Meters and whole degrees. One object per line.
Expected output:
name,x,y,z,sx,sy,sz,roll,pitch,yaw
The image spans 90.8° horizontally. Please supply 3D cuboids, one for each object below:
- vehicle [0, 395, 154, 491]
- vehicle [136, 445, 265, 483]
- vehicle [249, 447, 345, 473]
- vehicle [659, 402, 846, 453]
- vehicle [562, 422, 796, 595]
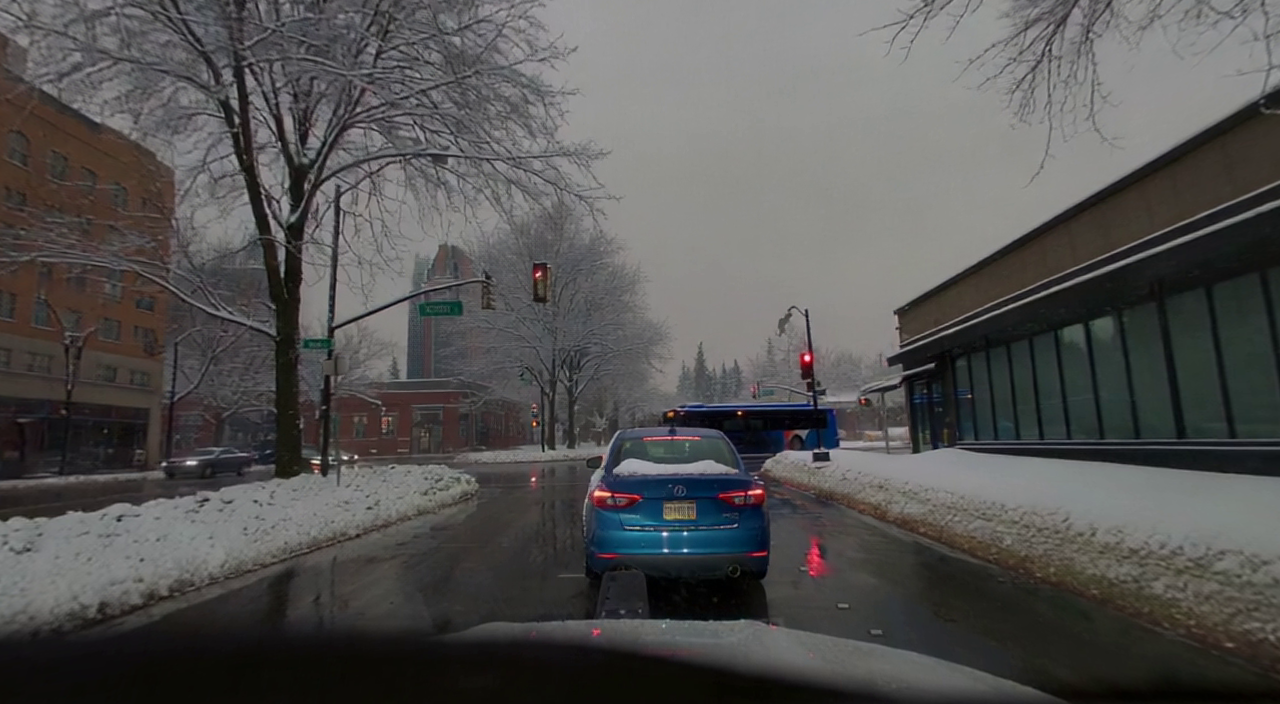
vehicle,-25.953,3.646,25.320,2.692,3.685,10.153,-3,-9,20
vehicle,-20.627,5.220,29.901,1.892,1.645,4.561,-4,-9,25
vehicle,-20.277,6.380,37.610,1.883,1.461,4.830,-4,-9,23
vehicle,8.513,5.870,48.857,13.811,3.706,2.997,0,-9,-3
vehicle,0.373,1.634,7.395,2.006,1.470,3.799,0,-8,1
